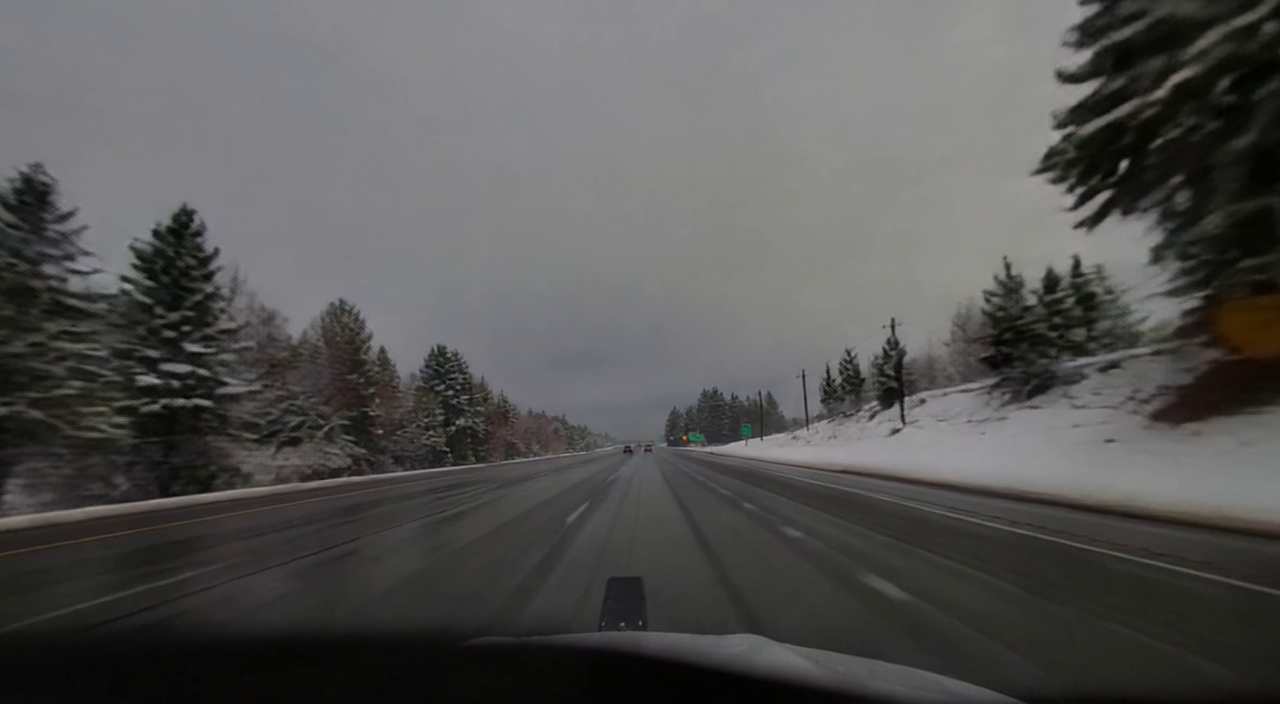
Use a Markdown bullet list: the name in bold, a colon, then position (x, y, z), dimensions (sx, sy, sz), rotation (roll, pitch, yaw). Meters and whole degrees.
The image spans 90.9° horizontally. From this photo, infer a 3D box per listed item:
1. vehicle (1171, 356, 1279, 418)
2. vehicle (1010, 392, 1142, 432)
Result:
- **vehicle**: position (18.082, 0.974, 17.774), dimensions (4.366, 1.571, 1.844), rotation (-5, -9, 28)
- **vehicle**: position (18.514, 2.619, 27.070), dimensions (4.331, 1.505, 1.792), rotation (-4, -9, 26)
